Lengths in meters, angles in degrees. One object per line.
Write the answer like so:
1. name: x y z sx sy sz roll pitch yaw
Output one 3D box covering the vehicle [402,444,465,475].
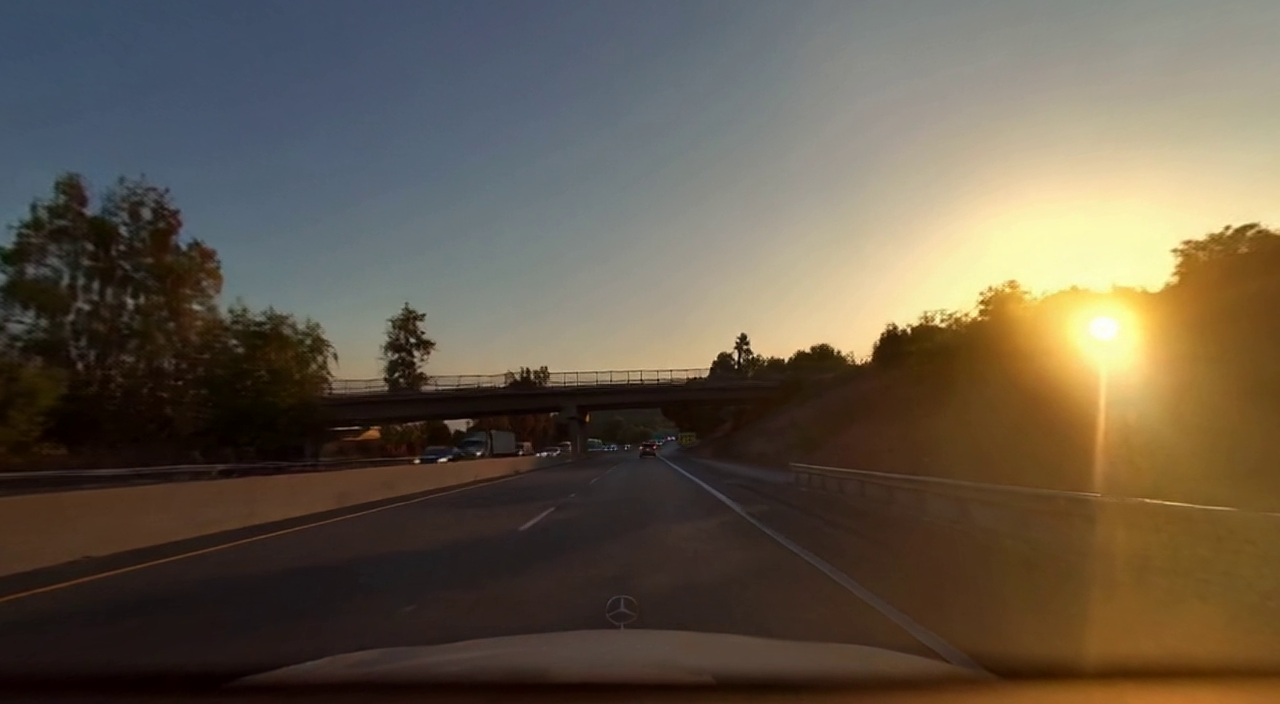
1. vehicle: -12.744 6.657 39.263 2.138 1.761 5.196 0 -9 0
